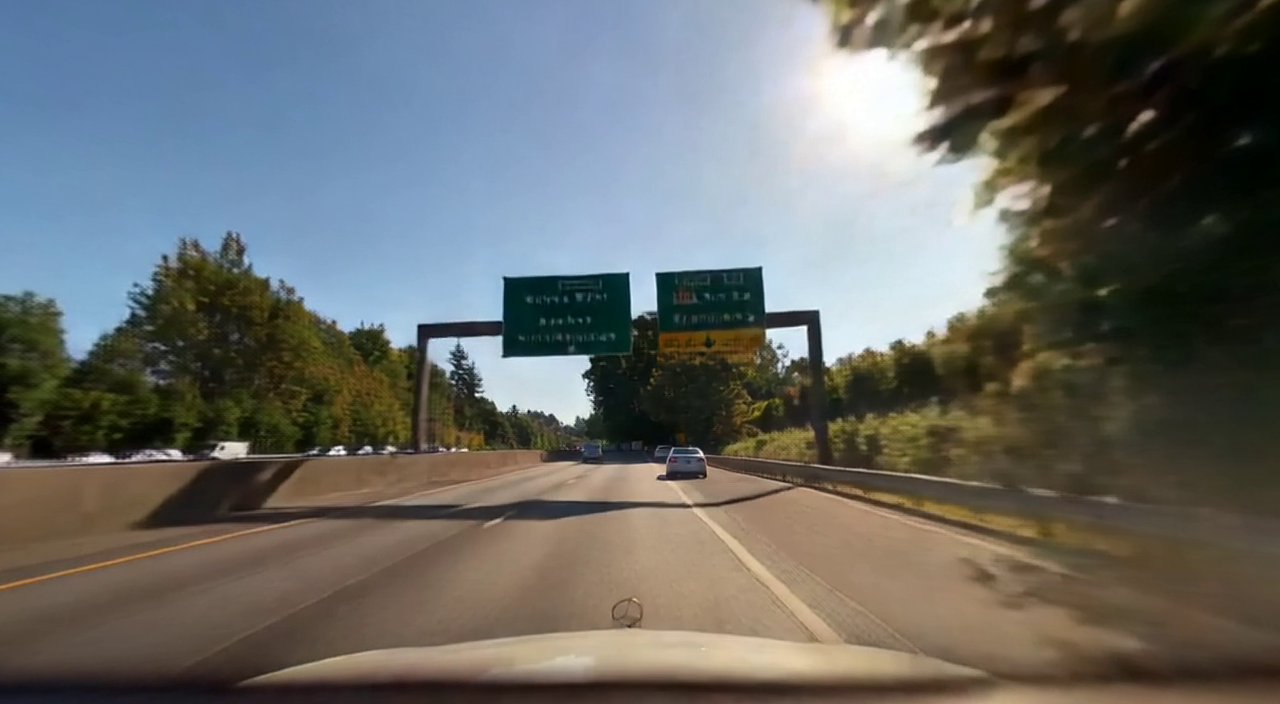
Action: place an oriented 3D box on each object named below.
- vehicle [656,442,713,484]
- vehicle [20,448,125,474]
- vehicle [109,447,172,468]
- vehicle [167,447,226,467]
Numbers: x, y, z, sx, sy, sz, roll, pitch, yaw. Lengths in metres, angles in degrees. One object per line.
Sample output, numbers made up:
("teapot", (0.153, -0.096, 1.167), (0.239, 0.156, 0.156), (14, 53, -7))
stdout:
("vehicle", (1.634, 4.257, 24.413), (1.960, 1.456, 3.818), (0, -9, 0))
("vehicle", (-33.976, 6.533, 37.940), (1.866, 1.449, 4.865), (0, -9, -1))
("vehicle", (-37.243, 7.867, 47.098), (1.819, 1.503, 3.711), (1, -9, -4))
("vehicle", (-34.163, 8.085, 48.647), (1.767, 1.451, 3.912), (0, -9, -3))
